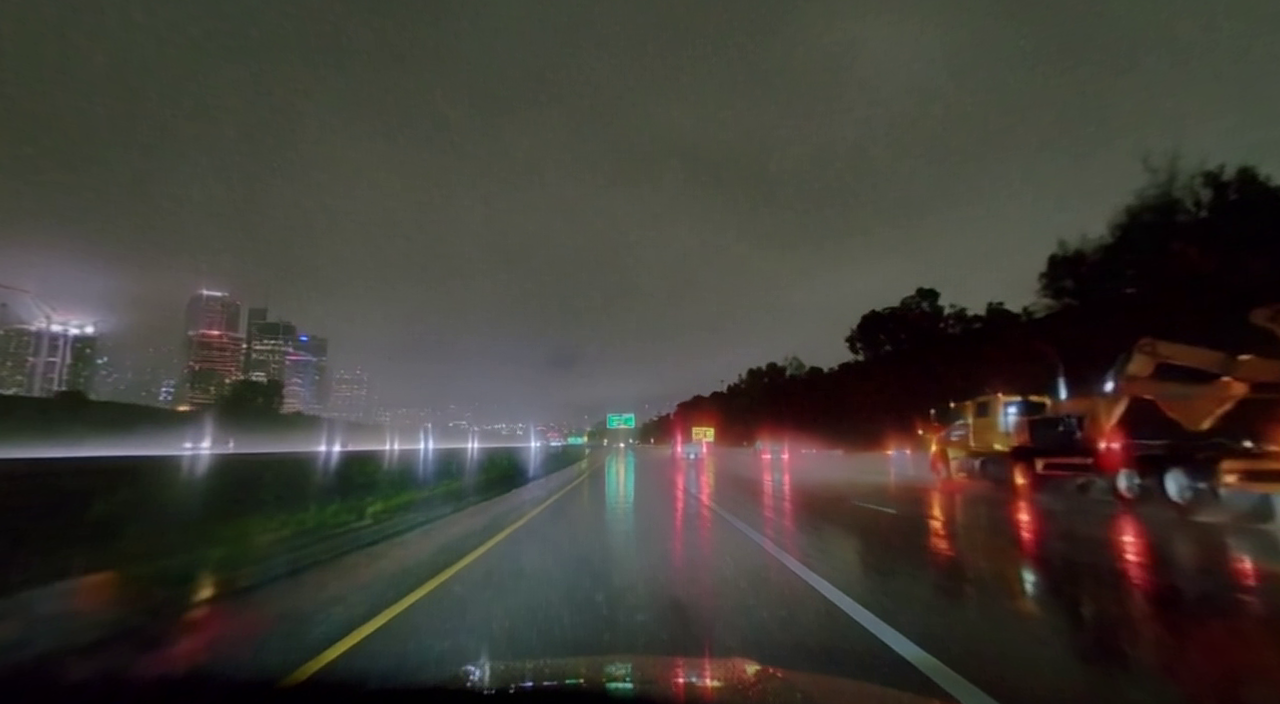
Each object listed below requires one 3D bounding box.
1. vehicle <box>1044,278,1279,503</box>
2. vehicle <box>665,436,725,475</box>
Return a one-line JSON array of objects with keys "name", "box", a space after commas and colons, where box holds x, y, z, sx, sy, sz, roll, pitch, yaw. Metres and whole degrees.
[{"name": "vehicle", "box": [14.488, 0.610, 11.771, 3.968, 4.321, 14.566, -2, -8, -1]}, {"name": "vehicle", "box": [2.541, 4.952, 30.518, 2.305, 1.729, 4.526, 0, -8, -3]}]
